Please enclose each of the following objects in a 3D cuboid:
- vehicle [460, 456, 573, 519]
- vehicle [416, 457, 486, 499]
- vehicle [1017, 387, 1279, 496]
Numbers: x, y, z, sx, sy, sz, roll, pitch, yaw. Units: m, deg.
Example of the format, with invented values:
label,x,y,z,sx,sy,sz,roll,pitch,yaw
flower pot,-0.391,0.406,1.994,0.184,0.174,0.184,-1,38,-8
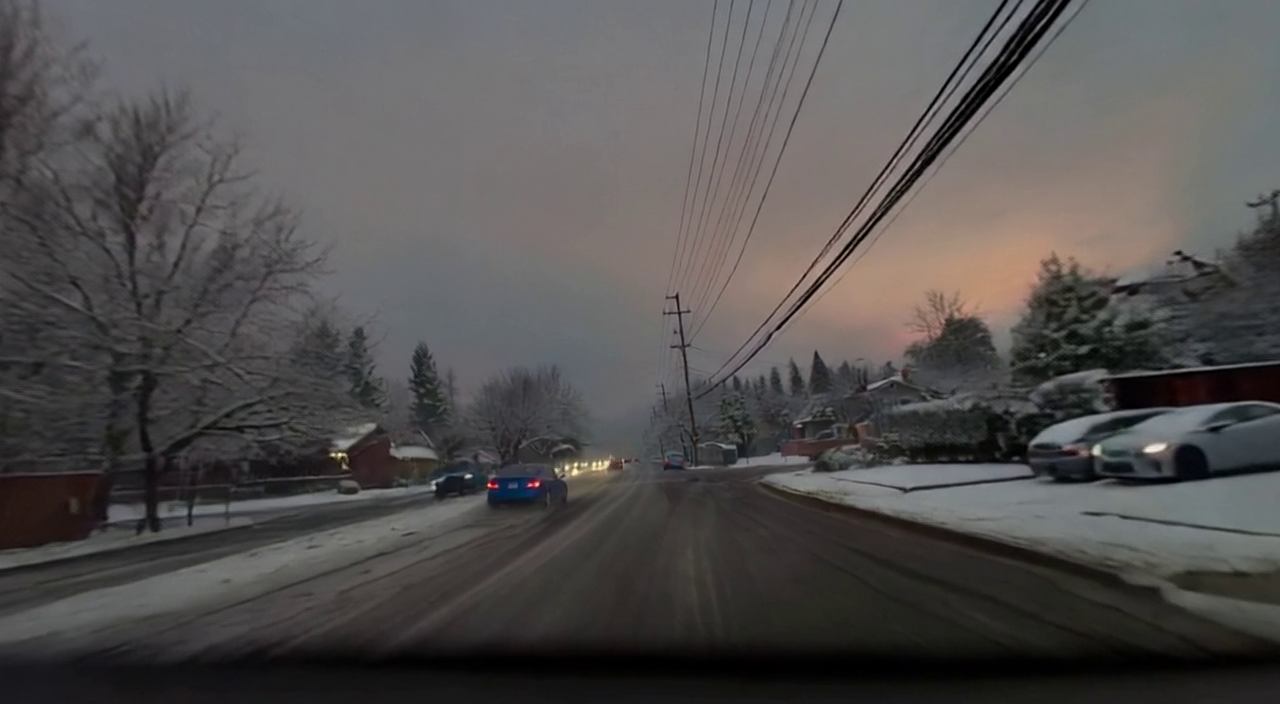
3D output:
label,x,y,z,sx,sy,sz,roll,pitch,yaw
vehicle,-3.213,3.658,17.513,2.041,1.471,4.602,0,-10,2
vehicle,-9.834,6.602,33.436,2.115,1.978,5.647,1,-10,-2
vehicle,10.452,1.945,13.164,2.121,1.799,5.124,0,-10,2
